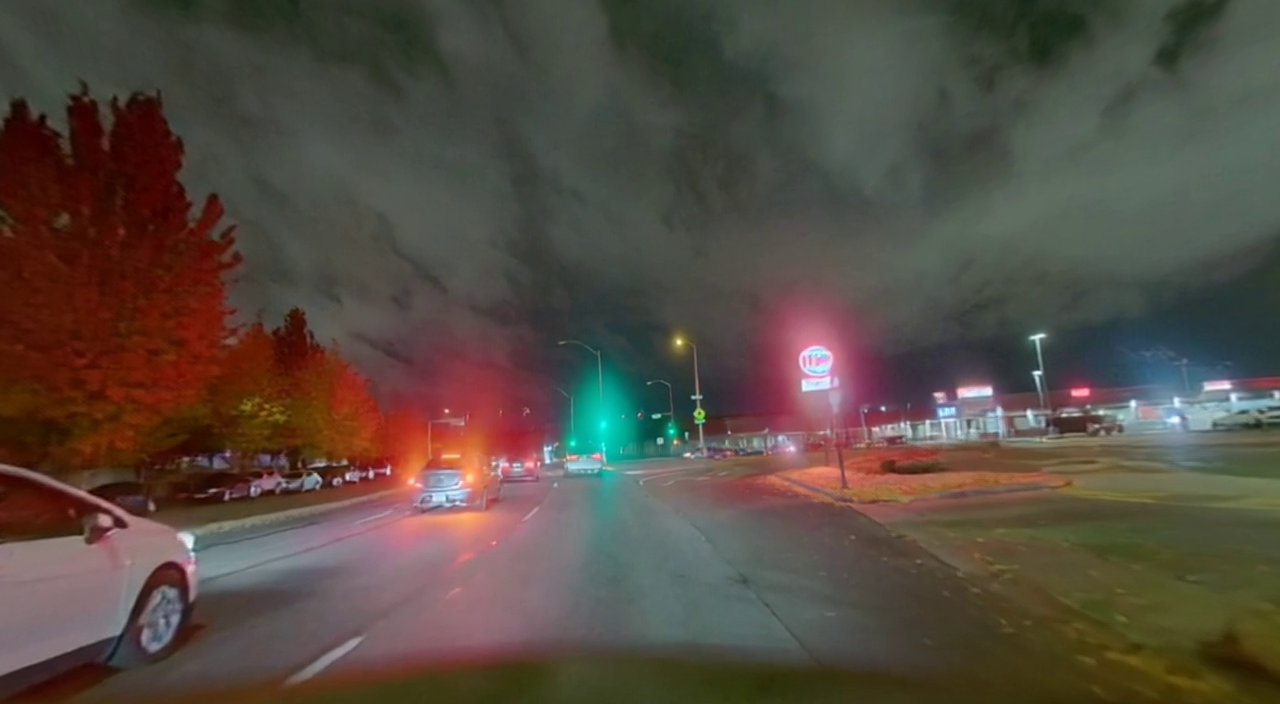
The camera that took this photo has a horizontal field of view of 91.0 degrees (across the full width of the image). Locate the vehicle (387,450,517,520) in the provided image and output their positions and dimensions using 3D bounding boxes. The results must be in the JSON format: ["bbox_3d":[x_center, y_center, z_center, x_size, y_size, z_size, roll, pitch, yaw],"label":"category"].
[{"bbox_3d":[-4.736,3.409,16.837,2.090,1.506,5.326,1,-9,-3],"label":"vehicle"}]

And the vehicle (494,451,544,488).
[{"bbox_3d":[-5.629,5.493,29.822,1.974,1.549,4.603,2,-9,-7],"label":"vehicle"}]

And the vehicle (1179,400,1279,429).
[{"bbox_3d":[41.137,4.419,43.774,5.280,1.764,2.026,-7,-12,43],"label":"vehicle"}]

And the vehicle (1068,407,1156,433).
[{"bbox_3d":[33.978,4.962,45.393,4.653,1.696,2.110,-8,-12,44],"label":"vehicle"}]

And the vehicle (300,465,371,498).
[{"bbox_3d":[-16.532,7.030,34.439,1.972,1.514,4.689,2,-9,-6],"label":"vehicle"}]

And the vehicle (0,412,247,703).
[{"bbox_3d":[-4.241,1.069,2.753,2.085,1.663,4.513,1,-9,0],"label":"vehicle"}]

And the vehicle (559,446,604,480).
[{"bbox_3d":[-3.290,6.038,34.587,2.144,1.704,4.028,2,-9,-9],"label":"vehicle"}]

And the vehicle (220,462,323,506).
[{"bbox_3d":[-15.603,5.592,26.995,2.026,1.615,4.324,1,-9,-5],"label":"vehicle"}]
